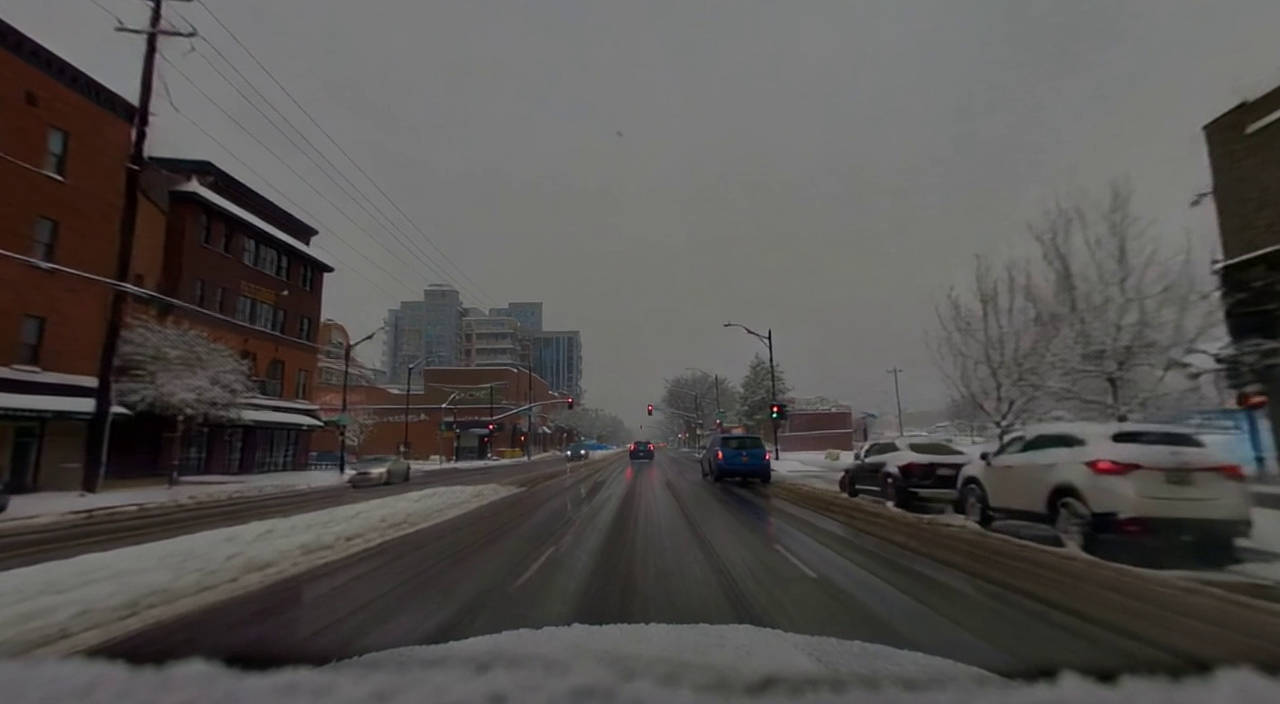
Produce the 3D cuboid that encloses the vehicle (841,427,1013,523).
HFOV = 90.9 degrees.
[{"bbox_3d":[6.717,2.935,15.491,2.056,1.877,4.597,-3,-9,1],"label":"vehicle"}]

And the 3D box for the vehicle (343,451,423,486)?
[{"bbox_3d":[-12.299,5.578,30.509,2.023,1.496,4.529,0,-9,-1],"label":"vehicle"}]

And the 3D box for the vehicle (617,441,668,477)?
[{"bbox_3d":[0.145,5.064,30.008,2.245,1.587,4.094,0,-9,1],"label":"vehicle"}]

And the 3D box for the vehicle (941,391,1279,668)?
[{"bbox_3d":[6.805,1.795,8.477,2.440,2.204,6.276,-7,-6,2],"label":"vehicle"}]

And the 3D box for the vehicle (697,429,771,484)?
[{"bbox_3d":[3.611,4.119,25.074,2.159,1.938,4.836,0,-9,0],"label":"vehicle"}]
